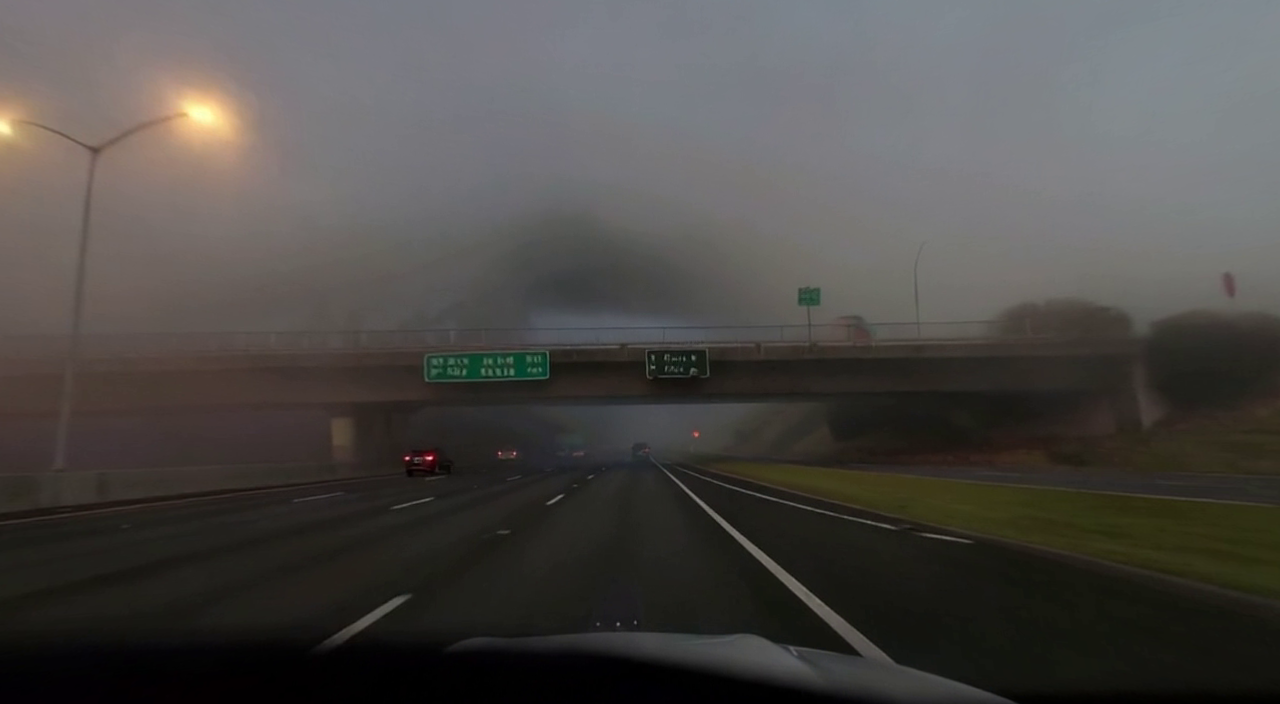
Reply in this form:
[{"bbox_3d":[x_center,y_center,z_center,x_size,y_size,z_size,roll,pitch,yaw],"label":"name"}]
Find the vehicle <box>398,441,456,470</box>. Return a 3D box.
[{"bbox_3d":[-14.231,6.951,42.562,2.049,1.792,5.177,0,-9,0],"label":"vehicle"}]
